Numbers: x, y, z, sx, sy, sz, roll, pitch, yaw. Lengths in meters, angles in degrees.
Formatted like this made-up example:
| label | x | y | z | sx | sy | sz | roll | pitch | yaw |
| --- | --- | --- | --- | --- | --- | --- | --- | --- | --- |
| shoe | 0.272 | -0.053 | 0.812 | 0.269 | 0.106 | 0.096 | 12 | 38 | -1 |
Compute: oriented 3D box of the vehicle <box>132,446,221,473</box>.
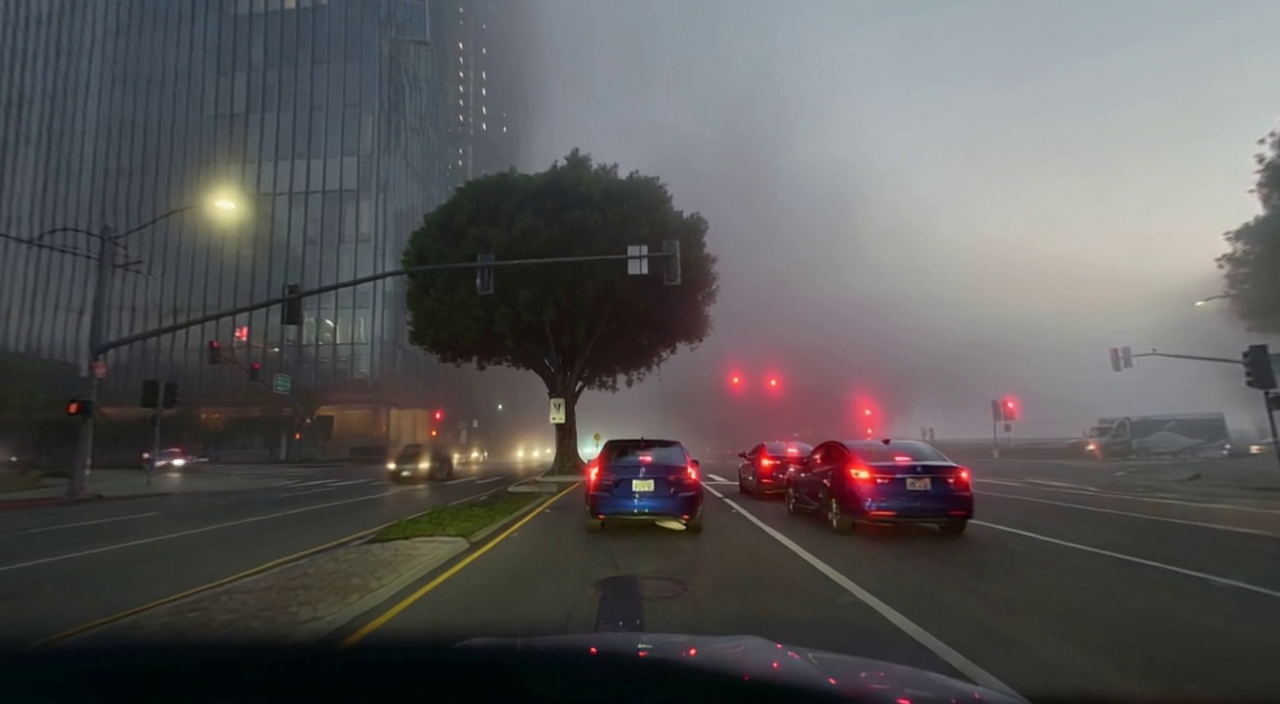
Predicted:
| label | x | y | z | sx | sy | sz | roll | pitch | yaw |
| --- | --- | --- | --- | --- | --- | --- | --- | --- | --- |
| vehicle | -26.751 | 6.205 | 36.538 | 3.657 | 1.528 | 1.783 | 1 | -9 | -4 |

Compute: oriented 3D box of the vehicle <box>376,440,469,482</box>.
| label | x | y | z | sx | sy | sz | roll | pitch | yaw |
| --- | --- | --- | --- | --- | --- | --- | --- | --- | --- |
| vehicle | -8.486 | 4.285 | 25.120 | 2.004 | 1.476 | 4.671 | 0 | -9 | 1 |

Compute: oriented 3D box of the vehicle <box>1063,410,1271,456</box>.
| label | x | y | z | sx | sy | sz | roll | pitch | yaw |
| --- | --- | --- | --- | --- | --- | --- | --- | --- | --- |
| vehicle | 38.295 | 5.966 | 46.203 | 12.695 | 3.252 | 3.036 | 0 | -9 | -3 |

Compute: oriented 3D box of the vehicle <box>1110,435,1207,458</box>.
| label | x | y | z | sx | sy | sz | roll | pitch | yaw |
| --- | --- | --- | --- | --- | --- | --- | --- | --- | --- |
| vehicle | 34.534 | 6.327 | 42.139 | 4.616 | 1.476 | 2.165 | 0 | -9 | -3 |

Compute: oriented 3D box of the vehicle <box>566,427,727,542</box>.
| label | x | y | z | sx | sy | sz | roll | pitch | yaw |
| --- | --- | --- | --- | --- | --- | --- | --- | --- | --- |
| vehicle | 0.058 | 2.030 | 10.274 | 2.087 | 1.468 | 4.014 | 0 | -9 | -1 |

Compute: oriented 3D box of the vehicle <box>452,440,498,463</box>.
| label | x | y | z | sx | sy | sz | roll | pitch | yaw |
| --- | --- | --- | --- | --- | --- | --- | --- | --- | --- |
| vehicle | -12.590 | 7.652 | 48.522 | 2.166 | 1.659 | 4.654 | 0 | -9 | 1 |

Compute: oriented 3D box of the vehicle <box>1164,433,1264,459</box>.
| label | x | y | z | sx | sy | sz | roll | pitch | yaw |
| --- | --- | --- | --- | --- | --- | --- | --- | --- | --- |
| vehicle | 35.121 | 5.781 | 38.754 | 4.190 | 1.535 | 1.998 | 0 | -9 | -1 |

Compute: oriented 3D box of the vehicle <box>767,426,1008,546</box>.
| label | x | y | z | sx | sy | sz | roll | pitch | yaw |
| --- | --- | --- | --- | --- | --- | --- | --- | --- | --- |
| vehicle | 3.579 | 2.036 | 10.279 | 2.018 | 1.491 | 4.544 | 0 | -9 | -1 |
